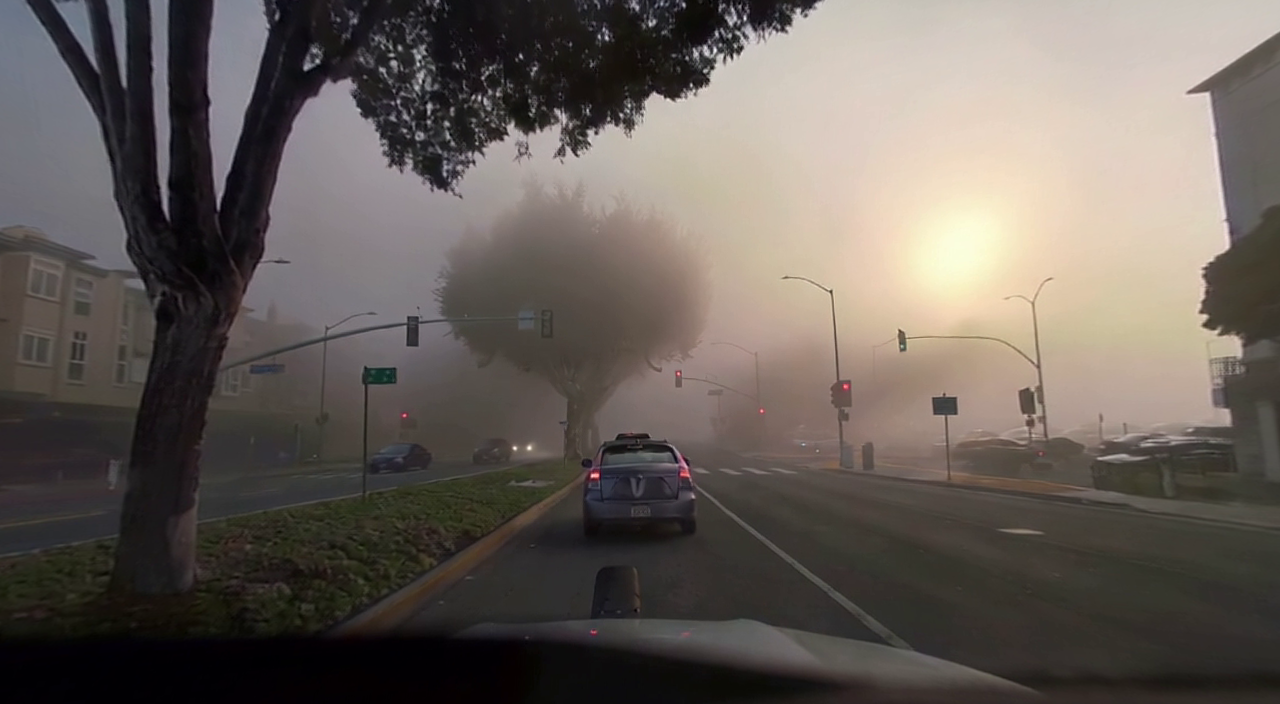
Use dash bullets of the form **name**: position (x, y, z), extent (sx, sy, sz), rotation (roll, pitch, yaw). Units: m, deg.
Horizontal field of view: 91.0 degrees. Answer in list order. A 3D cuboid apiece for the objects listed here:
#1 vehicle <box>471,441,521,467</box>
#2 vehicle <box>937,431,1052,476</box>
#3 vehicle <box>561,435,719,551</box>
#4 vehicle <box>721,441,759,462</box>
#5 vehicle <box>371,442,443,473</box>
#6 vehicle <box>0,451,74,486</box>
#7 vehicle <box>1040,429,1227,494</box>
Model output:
- **vehicle**: position (-8.798, 6.245, 38.759), extent (1.994, 1.474, 4.411), rotation (0, -9, 0)
- **vehicle**: position (13.068, 3.773, 23.501), extent (1.887, 1.504, 3.898), rotation (0, -9, -2)
- **vehicle**: position (-0.107, 2.110, 10.155), extent (2.010, 1.447, 4.121), rotation (0, -9, -3)
- **vehicle**: position (6.966, 6.991, 44.288), extent (1.932, 1.439, 4.159), rotation (0, -9, -1)
- **vehicle**: position (-12.259, 5.574, 33.426), extent (2.125, 1.495, 4.308), rotation (0, -9, 1)
- **vehicle**: position (-27.408, 5.025, 27.215), extent (1.773, 1.438, 4.268), rotation (0, -9, 2)
- **vehicle**: position (13.076, 2.919, 17.060), extent (1.859, 1.525, 3.948), rotation (0, -9, 1)
